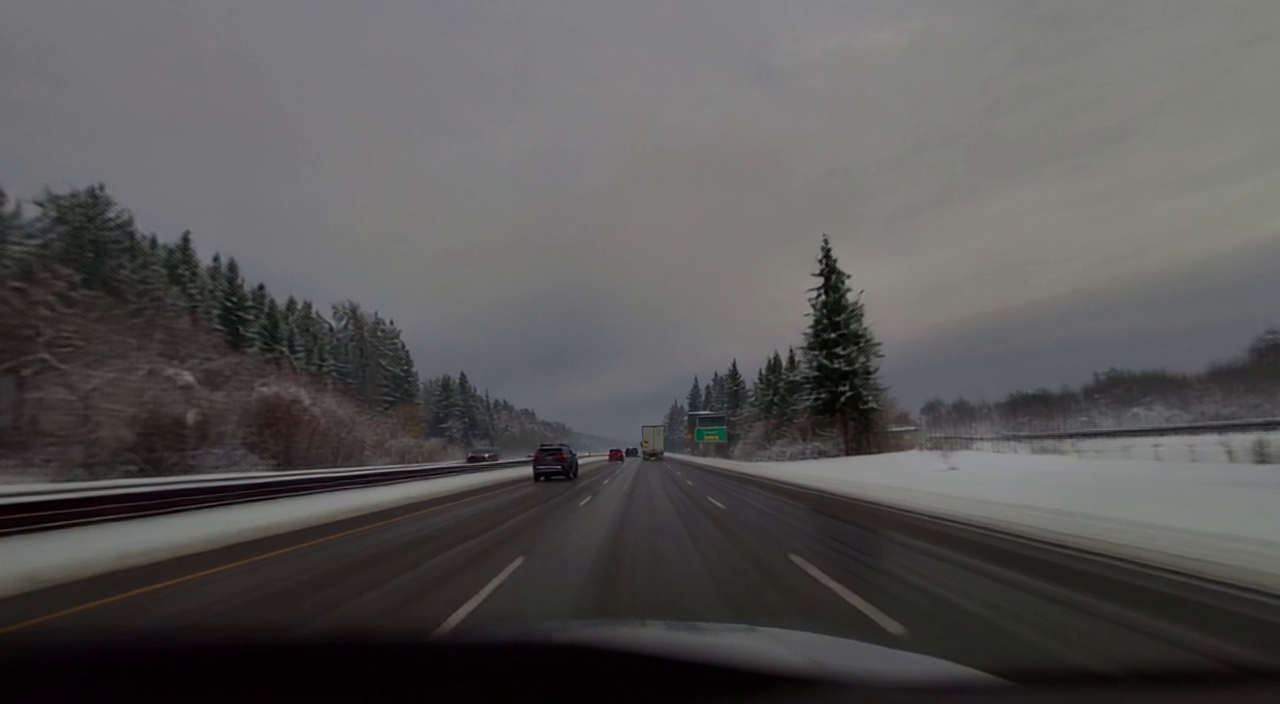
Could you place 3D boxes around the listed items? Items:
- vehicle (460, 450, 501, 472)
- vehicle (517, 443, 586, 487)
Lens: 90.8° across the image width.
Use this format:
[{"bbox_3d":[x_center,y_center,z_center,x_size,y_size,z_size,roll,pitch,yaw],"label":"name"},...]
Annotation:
[{"bbox_3d":[-12.074,8.255,48.045,1.926,1.566,4.142,0,-9,2],"label":"vehicle"},{"bbox_3d":[-3.418,4.488,25.280,2.057,1.618,4.212,0,-9,1],"label":"vehicle"}]
